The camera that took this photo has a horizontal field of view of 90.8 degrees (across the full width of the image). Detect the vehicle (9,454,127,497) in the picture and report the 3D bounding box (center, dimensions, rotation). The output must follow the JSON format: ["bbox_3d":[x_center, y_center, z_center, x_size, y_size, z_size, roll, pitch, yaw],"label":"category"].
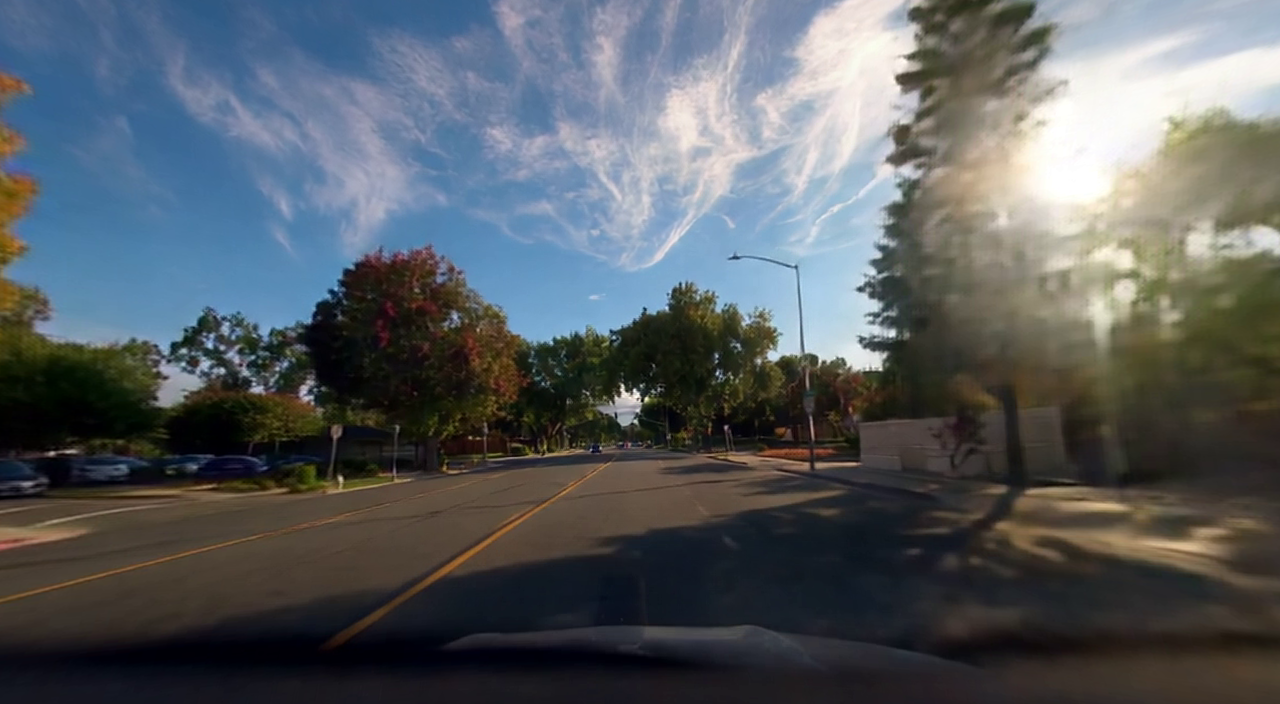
[{"bbox_3d":[-23.469,5.005,25.918,4.584,1.562,2.091,-5,-10,29],"label":"vehicle"}]

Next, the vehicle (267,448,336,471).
[{"bbox_3d":[-23.741,7.522,44.209,4.791,1.421,1.985,-4,-10,31],"label":"vehicle"}]

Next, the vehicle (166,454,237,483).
[{"bbox_3d":[-28.366,7.484,40.830,4.425,1.570,1.959,-4,-8,30],"label":"vehicle"}]
